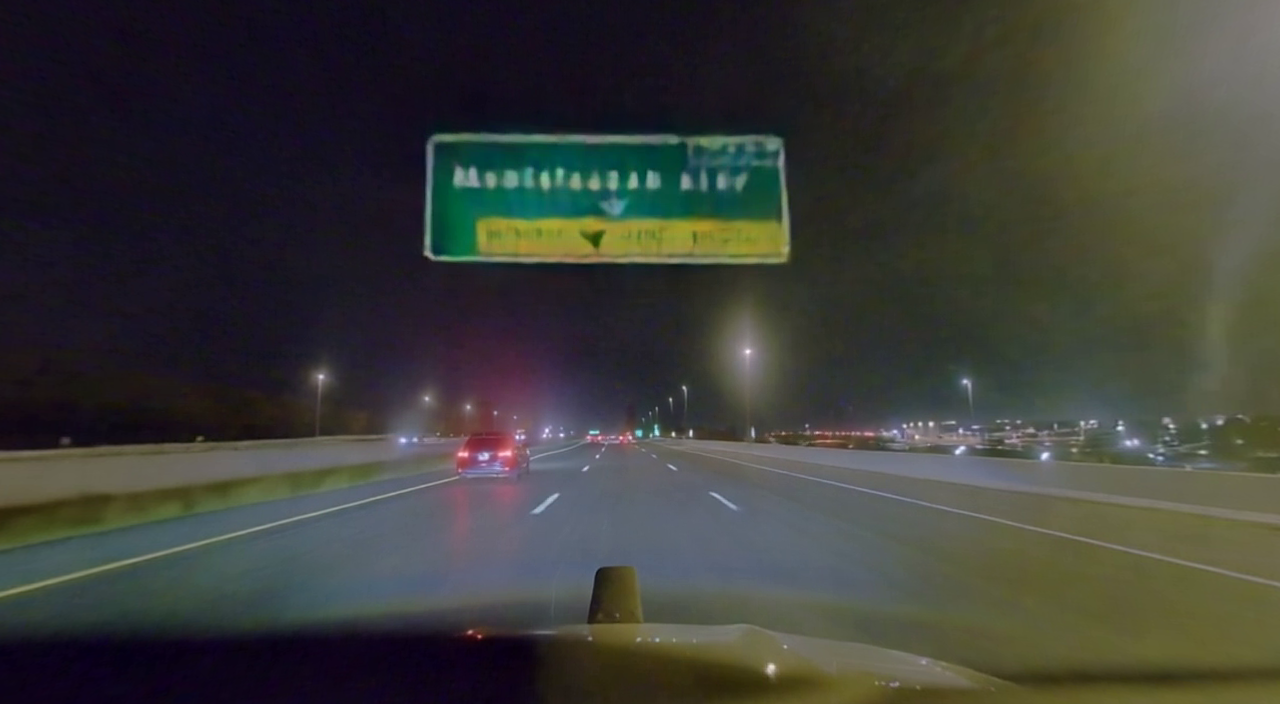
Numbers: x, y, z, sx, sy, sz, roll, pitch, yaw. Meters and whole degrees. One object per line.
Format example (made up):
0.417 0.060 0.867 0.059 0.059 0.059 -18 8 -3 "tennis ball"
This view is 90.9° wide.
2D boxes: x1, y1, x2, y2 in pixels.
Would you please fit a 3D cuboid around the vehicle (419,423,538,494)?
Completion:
-4.020 2.710 16.480 2.062 1.591 4.156 0 -8 -1 "vehicle"
